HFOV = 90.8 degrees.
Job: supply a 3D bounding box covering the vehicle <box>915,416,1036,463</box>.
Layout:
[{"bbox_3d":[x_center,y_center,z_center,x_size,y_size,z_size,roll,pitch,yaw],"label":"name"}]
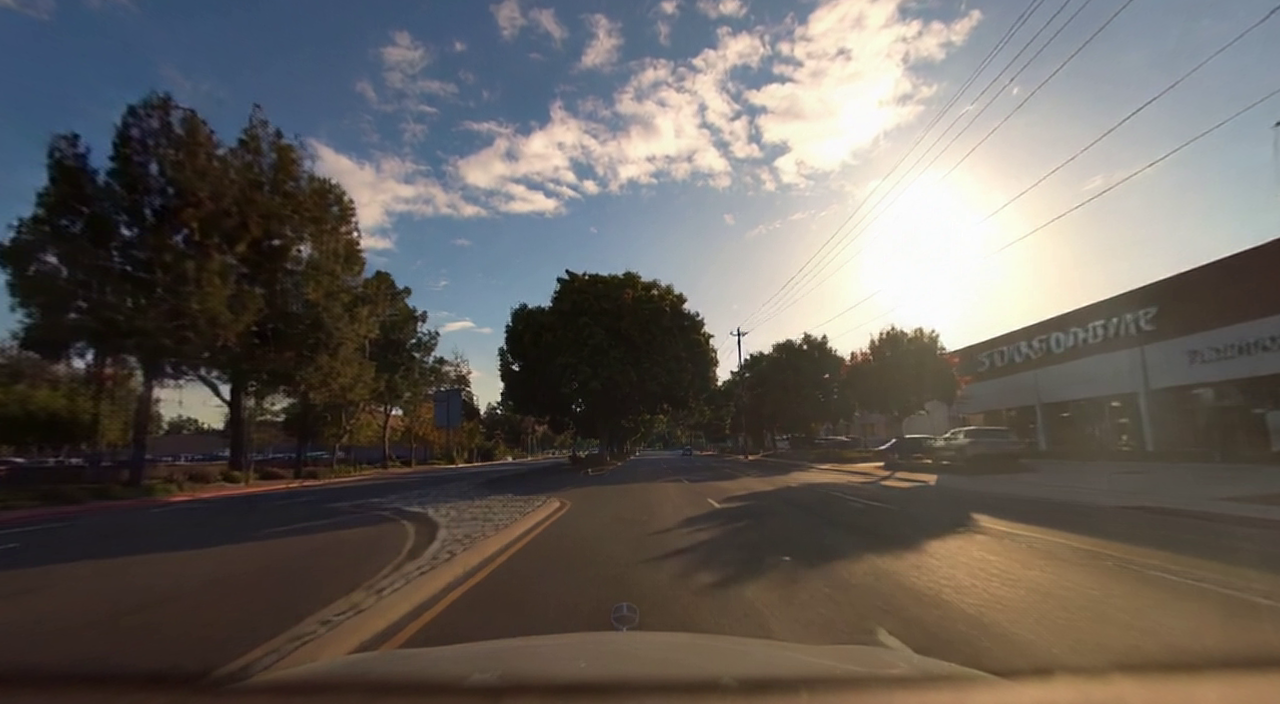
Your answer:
[{"bbox_3d":[14.897,3.990,28.572,2.195,1.926,5.466,0,-9,-4],"label":"vehicle"}]
